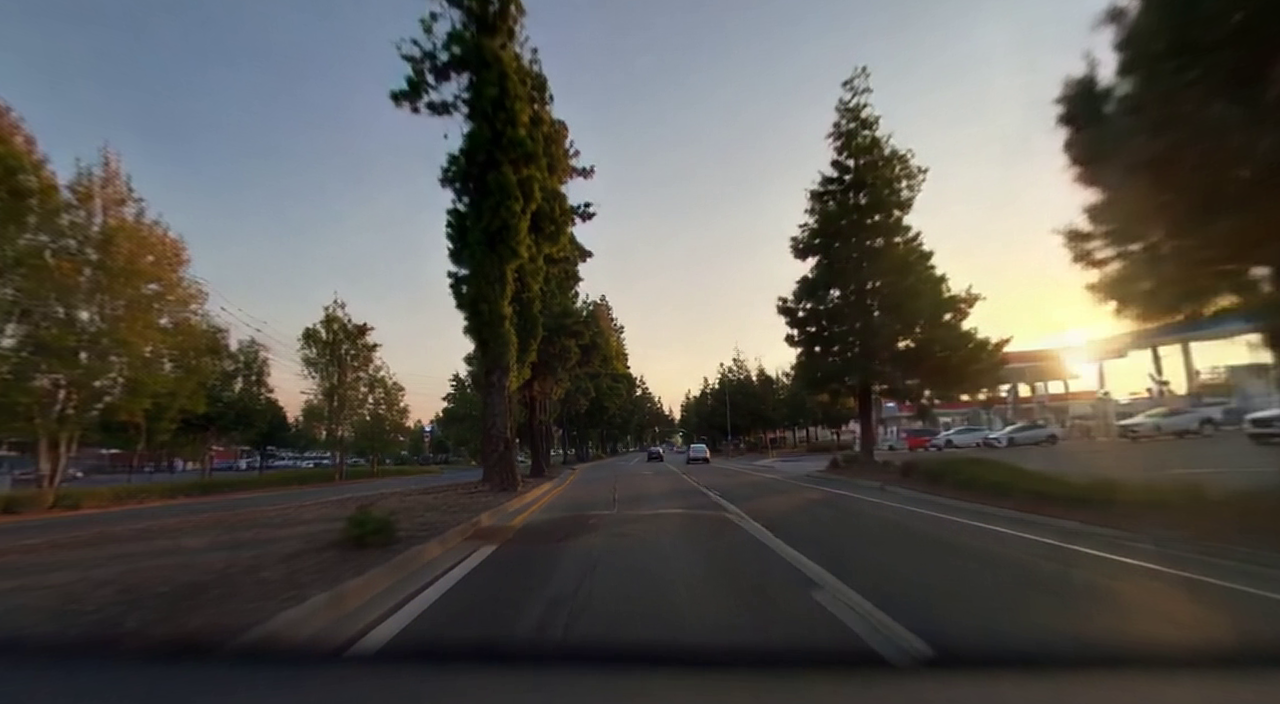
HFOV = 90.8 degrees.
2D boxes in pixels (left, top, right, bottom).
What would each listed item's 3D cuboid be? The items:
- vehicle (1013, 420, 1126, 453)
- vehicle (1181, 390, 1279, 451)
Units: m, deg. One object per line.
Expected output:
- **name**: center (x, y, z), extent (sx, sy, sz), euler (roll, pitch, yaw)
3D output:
- **vehicle**: center (22.609, 4.505, 33.398), extent (4.479, 1.453, 1.899), euler (-2, -10, 0)
- **vehicle**: center (21.295, 2.359, 21.226), extent (4.098, 1.771, 2.147), euler (1, -10, 2)
